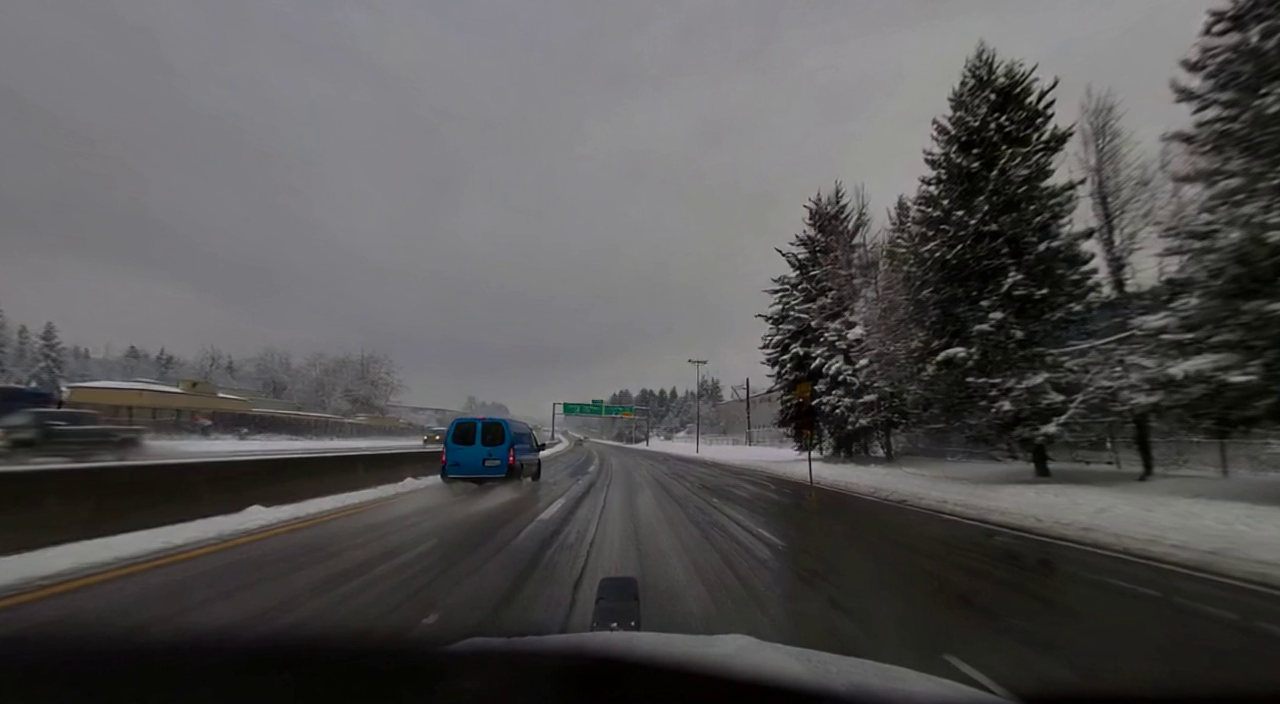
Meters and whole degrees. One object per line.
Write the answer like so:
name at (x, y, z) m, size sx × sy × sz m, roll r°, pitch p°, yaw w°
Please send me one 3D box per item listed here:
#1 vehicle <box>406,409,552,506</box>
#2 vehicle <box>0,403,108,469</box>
vehicle at (-3.534, 2.433, 14.920) m, size 2.260 × 1.901 × 4.665 m, roll 0°, pitch -8°, yaw 0°
vehicle at (-15.355, 2.046, 15.209) m, size 1.685 × 1.464 × 3.855 m, roll 0°, pitch -8°, yaw -2°
